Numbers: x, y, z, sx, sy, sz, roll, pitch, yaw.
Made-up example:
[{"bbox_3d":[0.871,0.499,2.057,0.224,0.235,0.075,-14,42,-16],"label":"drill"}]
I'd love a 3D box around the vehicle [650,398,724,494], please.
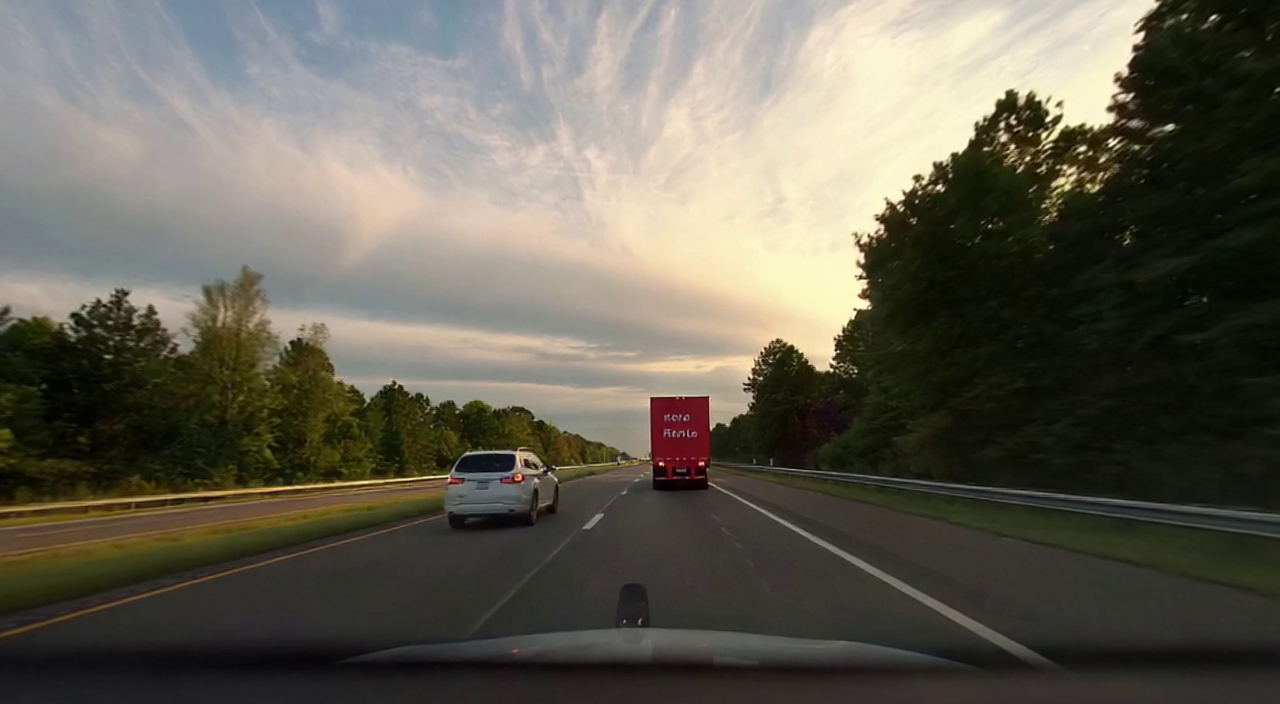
[{"bbox_3d":[2.056,4.950,32.792,3.030,3.985,12.707,0,-9,1],"label":"vehicle"}]

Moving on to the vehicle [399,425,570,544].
[{"bbox_3d":[-2.702,2.428,12.116,2.105,1.865,4.102,0,-9,2],"label":"vehicle"}]
